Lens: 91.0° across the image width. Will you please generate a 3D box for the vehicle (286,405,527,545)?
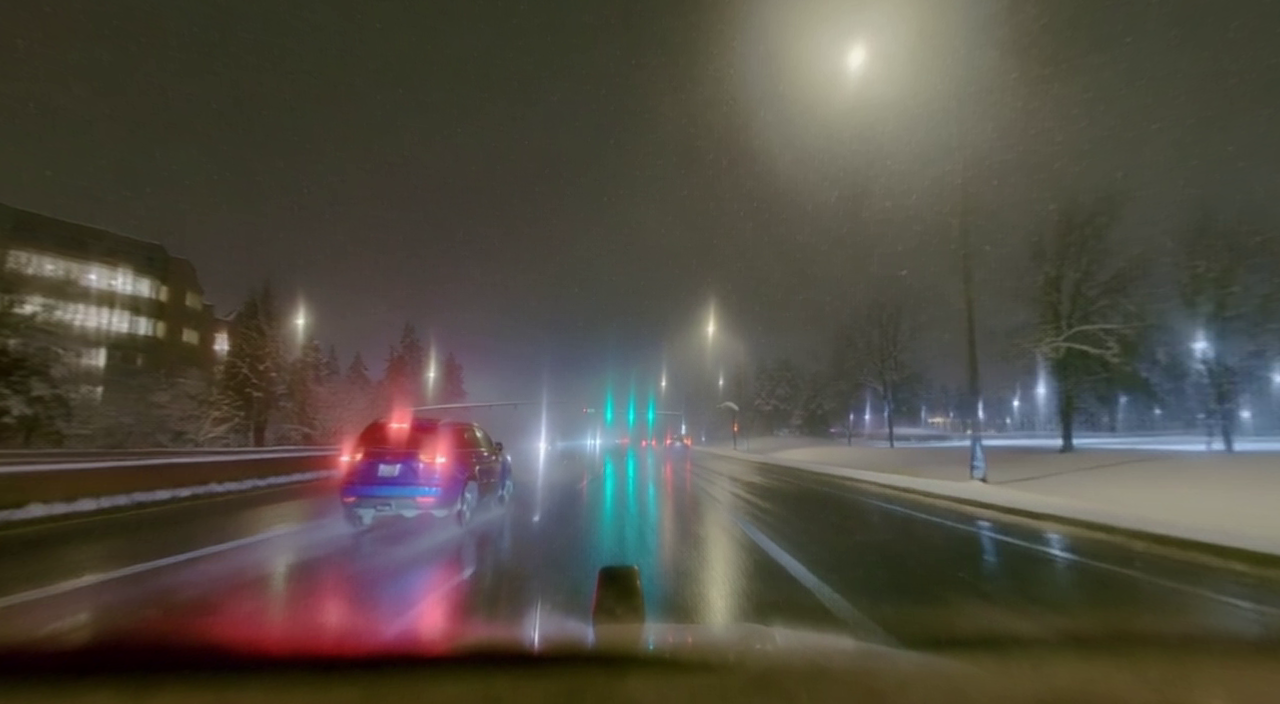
[{"bbox_3d":[-3.293,1.838,10.075,2.033,1.713,4.503,0,-8,1],"label":"vehicle"}]
